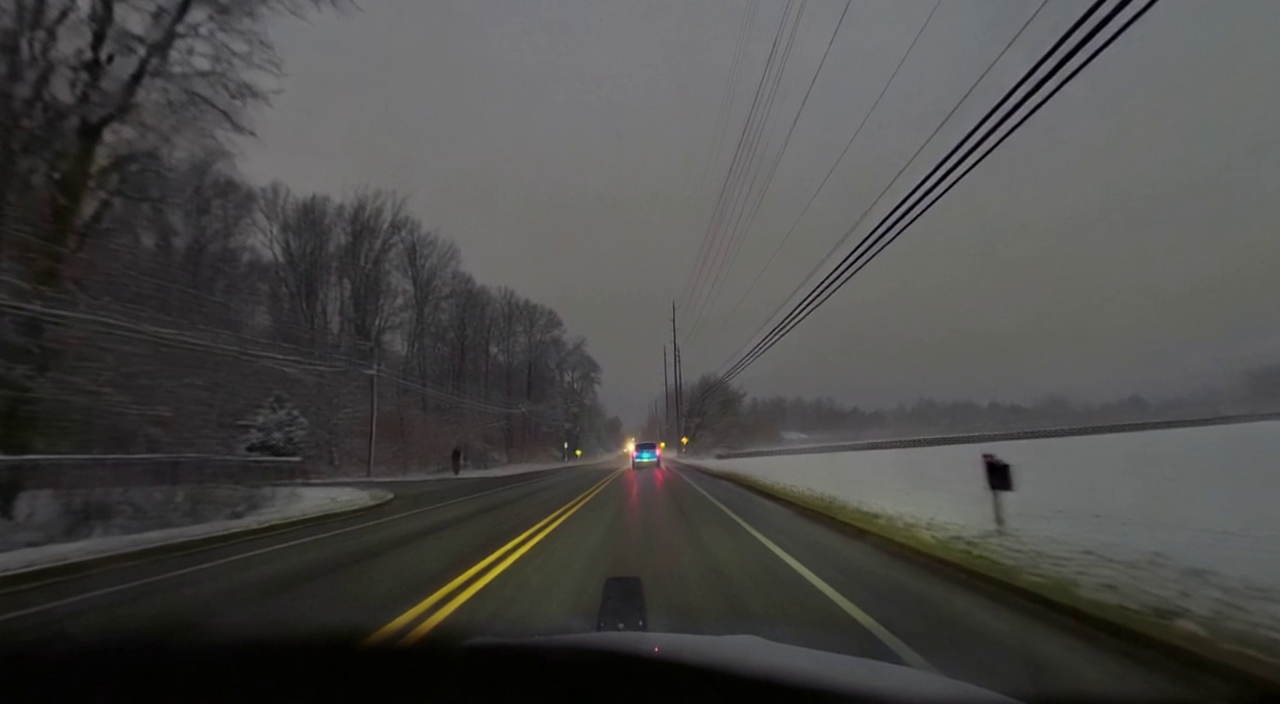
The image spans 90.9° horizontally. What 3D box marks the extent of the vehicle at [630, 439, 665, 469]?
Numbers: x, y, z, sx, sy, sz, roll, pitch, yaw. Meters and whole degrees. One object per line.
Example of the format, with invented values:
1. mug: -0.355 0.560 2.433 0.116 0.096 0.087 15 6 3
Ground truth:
1. vehicle: 0.512 7.579 47.028 2.468 2.056 4.422 0 -8 0
